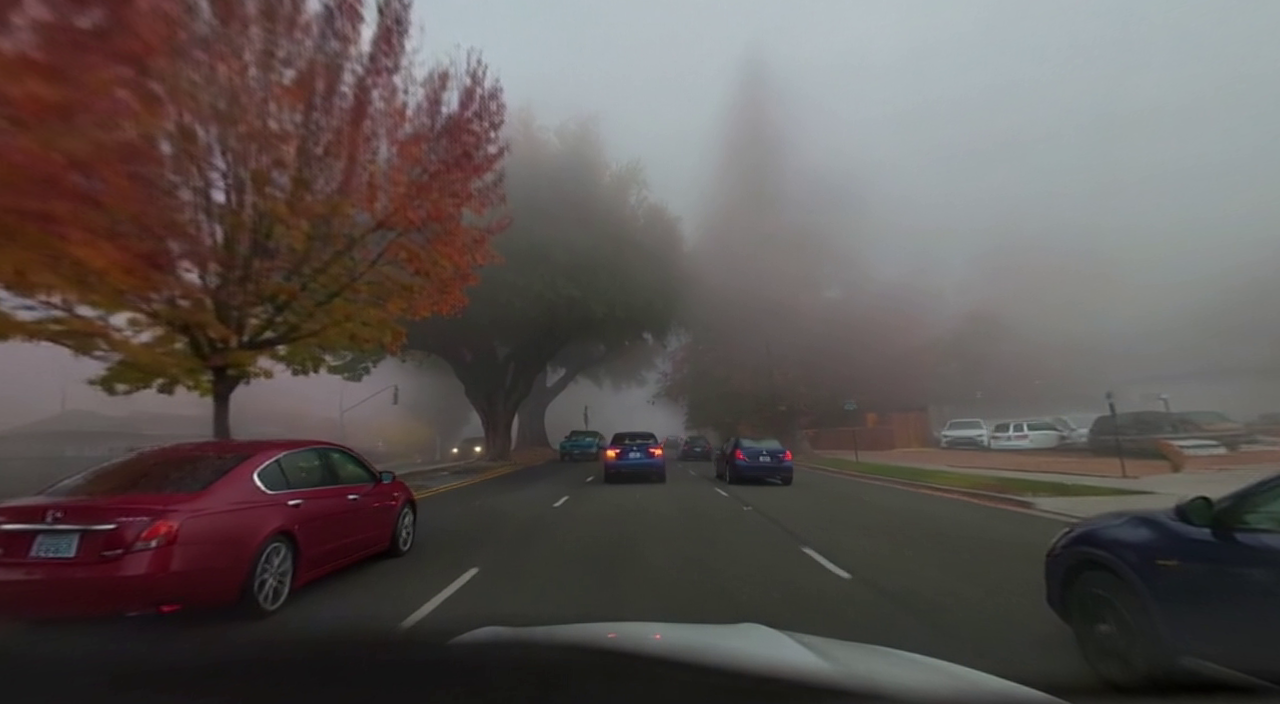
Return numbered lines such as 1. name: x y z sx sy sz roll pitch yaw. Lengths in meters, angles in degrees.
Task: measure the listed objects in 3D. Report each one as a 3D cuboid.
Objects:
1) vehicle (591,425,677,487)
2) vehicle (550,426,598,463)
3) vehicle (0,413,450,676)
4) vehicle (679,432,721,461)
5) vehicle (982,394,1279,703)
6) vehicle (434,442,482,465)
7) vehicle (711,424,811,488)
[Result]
1. vehicle: -0.185 3.114 19.109 2.293 1.662 4.262 0 -8 -1
2. vehicle: -3.831 5.539 37.513 2.246 2.062 5.123 0 -8 1
3. vehicle: -3.535 1.432 5.914 1.997 1.479 4.547 0 -8 1
4. vehicle: 3.685 5.921 39.208 2.067 1.687 4.163 0 -8 -2
5. vehicle: 3.388 0.858 2.019 2.060 1.474 4.475 0 -8 0
6. vehicle: -12.398 6.937 43.068 1.984 1.539 4.280 0 -8 0
7. vehicle: 3.462 3.095 18.908 2.019 1.675 4.488 0 -8 -1
